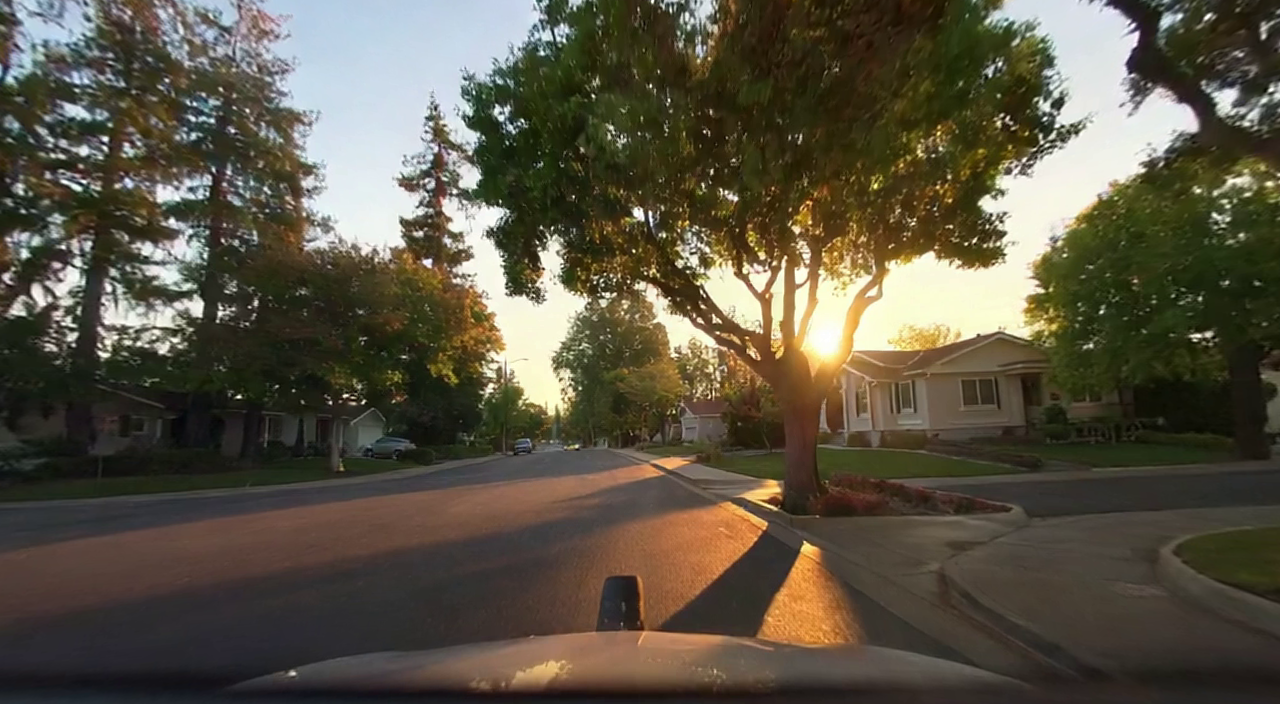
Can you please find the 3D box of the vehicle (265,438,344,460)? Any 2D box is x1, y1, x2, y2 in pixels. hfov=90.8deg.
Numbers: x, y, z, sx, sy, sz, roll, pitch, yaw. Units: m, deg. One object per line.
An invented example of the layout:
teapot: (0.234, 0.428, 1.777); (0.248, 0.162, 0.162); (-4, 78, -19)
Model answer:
vehicle: (-23.847, 6.930, 45.075); (4.531, 1.470, 1.855); (0, -9, -3)

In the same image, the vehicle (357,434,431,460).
vehicle: (-17.548, 6.793, 45.215); (4.559, 1.745, 1.918); (1, -9, -6)
